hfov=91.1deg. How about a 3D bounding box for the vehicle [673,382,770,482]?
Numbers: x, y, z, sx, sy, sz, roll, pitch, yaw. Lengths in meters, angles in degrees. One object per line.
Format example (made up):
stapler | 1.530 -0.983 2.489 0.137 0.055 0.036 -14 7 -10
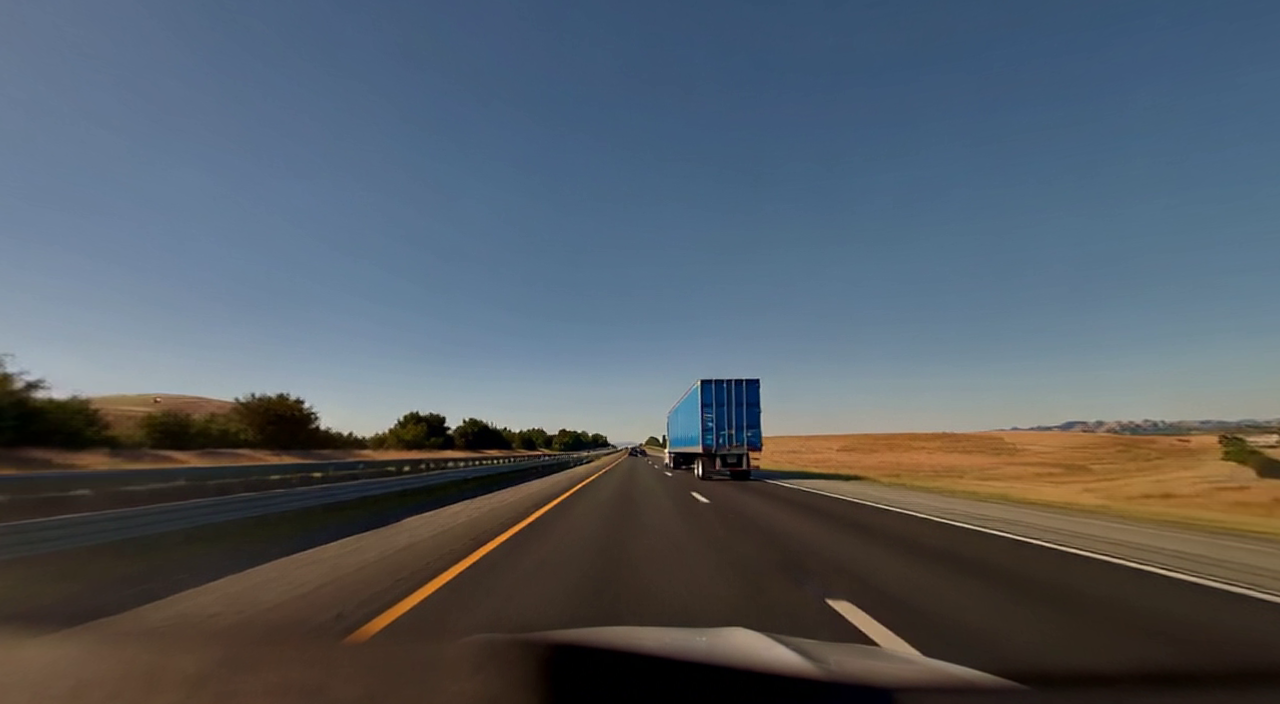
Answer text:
vehicle | 3.677 4.312 32.459 2.938 4.076 13.362 0 -9 -1
